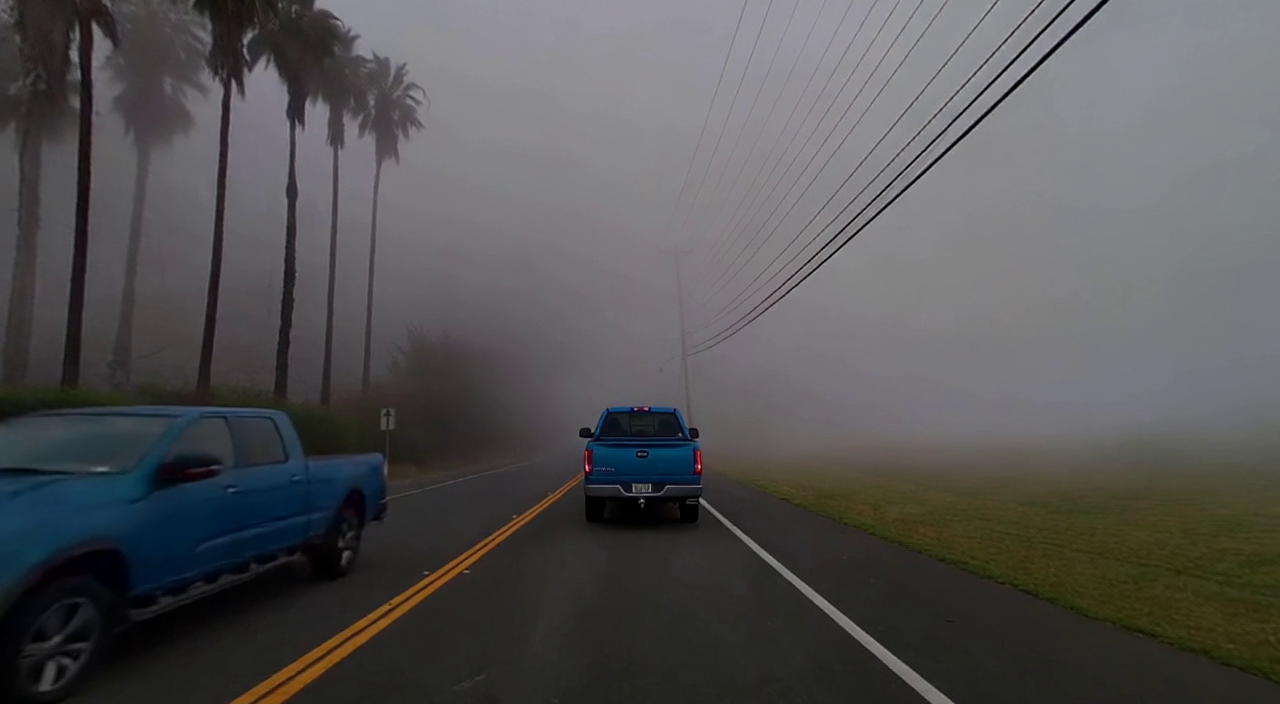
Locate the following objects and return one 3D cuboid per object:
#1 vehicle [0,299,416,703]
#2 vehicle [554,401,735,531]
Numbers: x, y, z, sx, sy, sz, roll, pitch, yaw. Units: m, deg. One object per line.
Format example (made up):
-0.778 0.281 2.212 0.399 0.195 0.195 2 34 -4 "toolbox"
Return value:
-4.292 1.161 5.589 2.590 2.032 5.566 0 -8 -1 "vehicle"
0.053 2.202 12.760 2.803 2.005 5.885 0 -8 0 "vehicle"
